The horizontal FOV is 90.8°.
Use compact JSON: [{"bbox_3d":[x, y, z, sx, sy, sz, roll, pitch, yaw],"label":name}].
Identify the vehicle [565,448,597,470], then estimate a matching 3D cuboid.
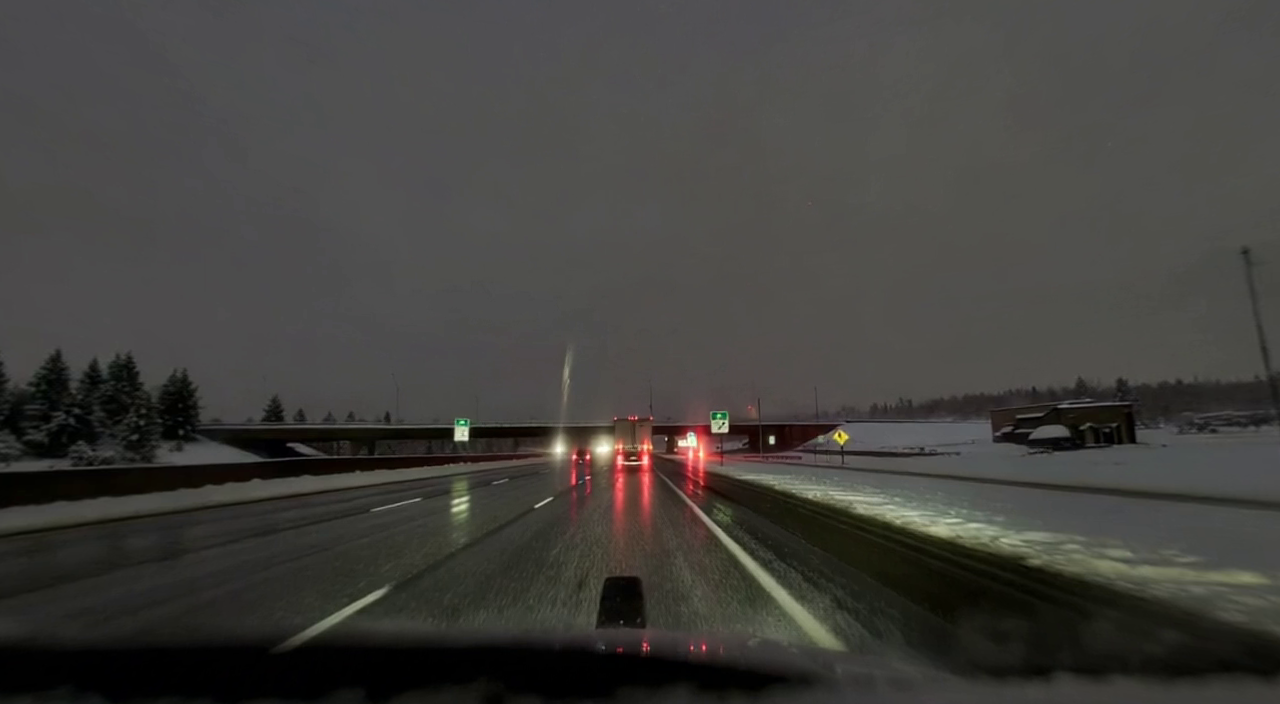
[{"bbox_3d":[-4.258,7.764,45.948,1.986,1.508,4.133,0,-9,-1],"label":"vehicle"}]
